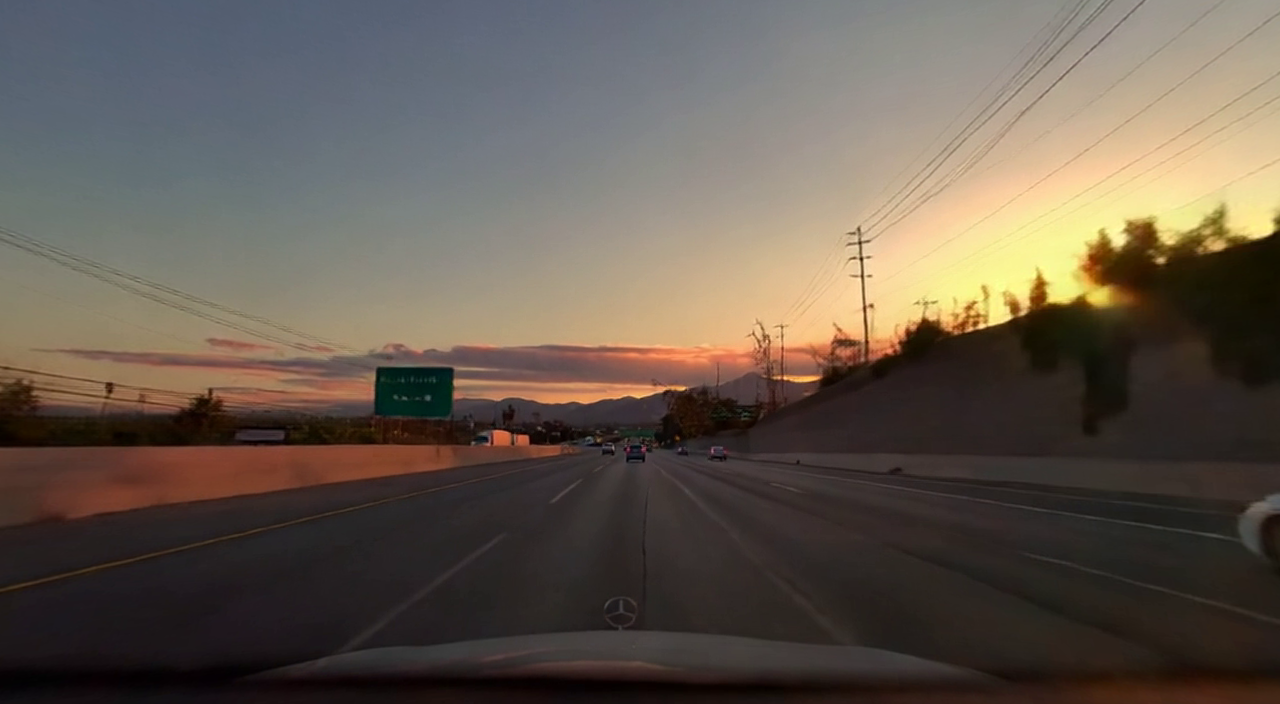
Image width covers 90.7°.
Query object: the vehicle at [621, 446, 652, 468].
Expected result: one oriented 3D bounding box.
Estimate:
[{"bbox_3d":[-0.297,7.451,45.204,2.109,1.489,4.027,0,-8,-1],"label":"vehicle"}]
